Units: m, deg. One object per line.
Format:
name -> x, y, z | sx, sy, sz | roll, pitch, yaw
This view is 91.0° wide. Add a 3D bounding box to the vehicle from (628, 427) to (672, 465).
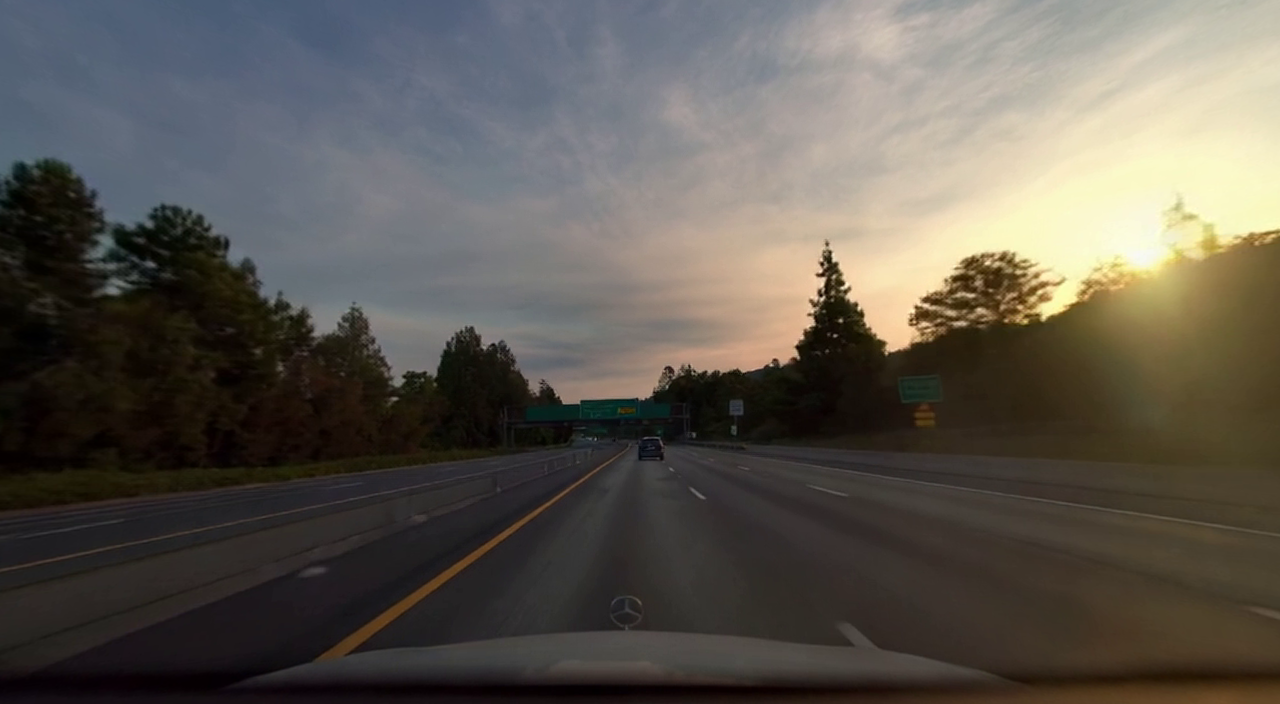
vehicle -> 0.545, 5.151, 34.598 | 2.301, 1.944, 4.554 | 0, -8, 1
